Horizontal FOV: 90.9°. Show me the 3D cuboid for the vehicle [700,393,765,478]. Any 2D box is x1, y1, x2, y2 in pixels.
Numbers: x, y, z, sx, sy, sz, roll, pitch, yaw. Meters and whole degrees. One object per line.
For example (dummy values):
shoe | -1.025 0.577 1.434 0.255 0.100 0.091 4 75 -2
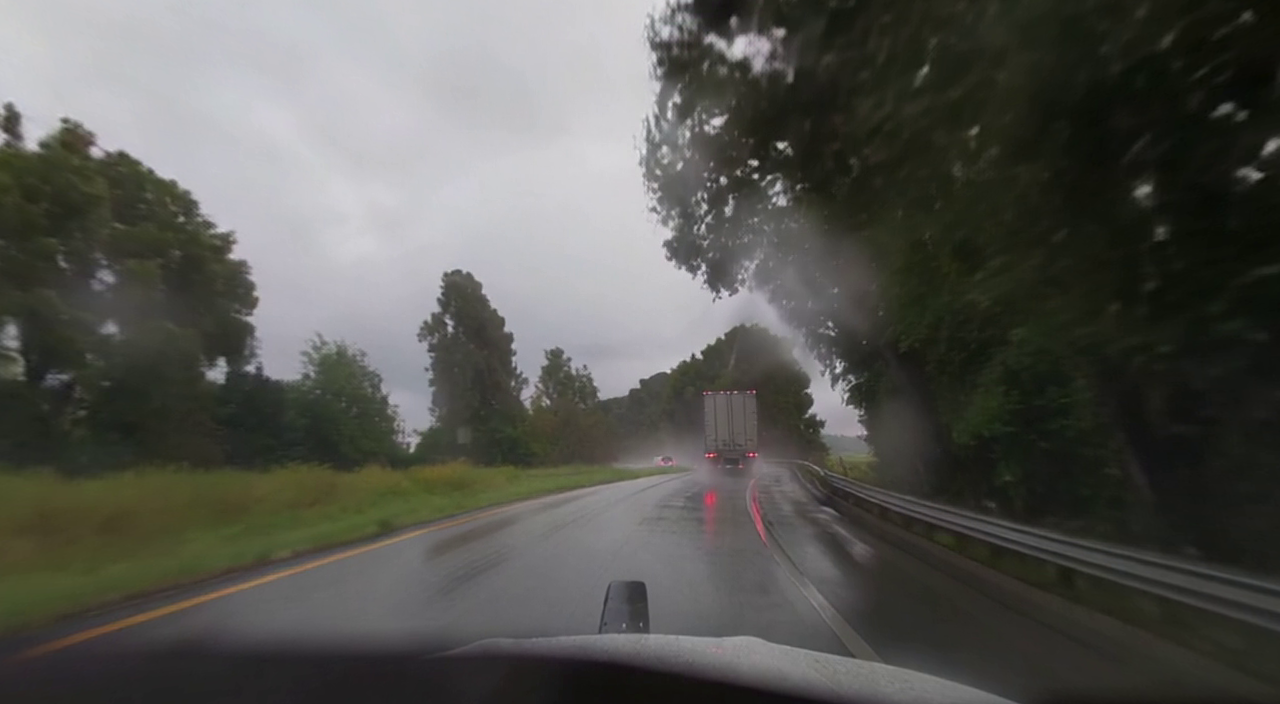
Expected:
vehicle | 5.903 5.163 38.090 3.087 4.178 13.682 -2 -9 11
